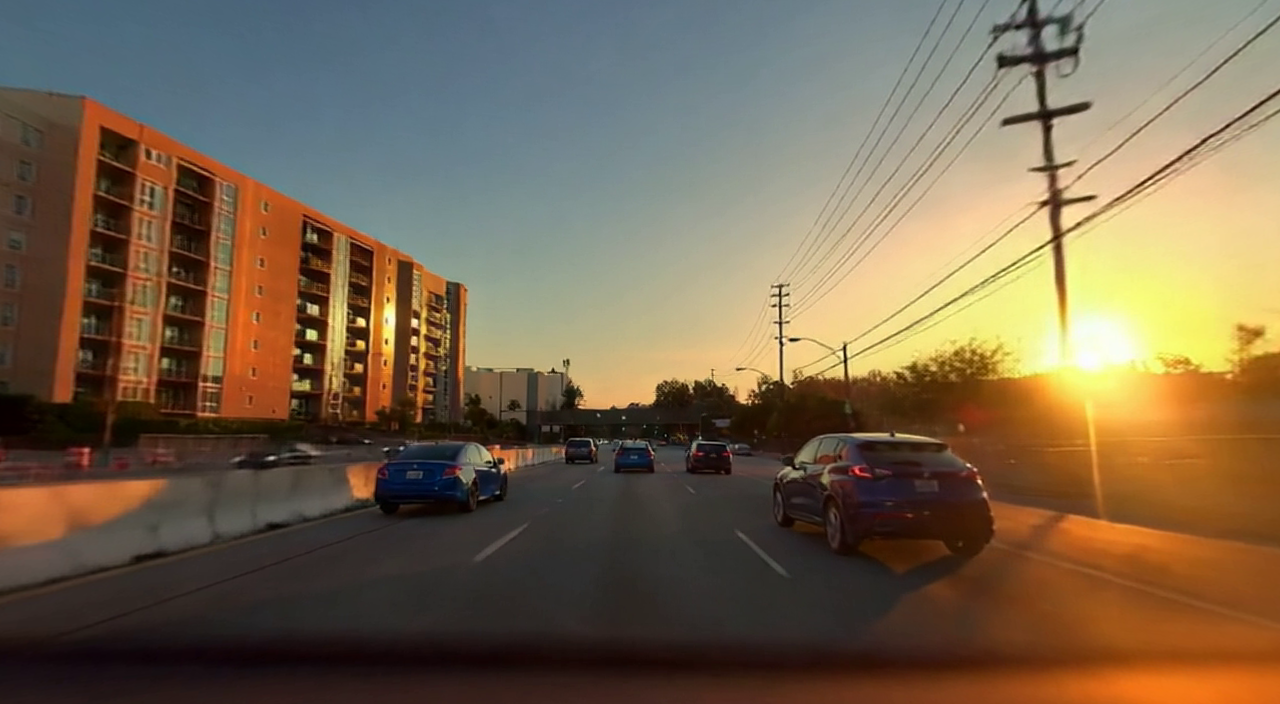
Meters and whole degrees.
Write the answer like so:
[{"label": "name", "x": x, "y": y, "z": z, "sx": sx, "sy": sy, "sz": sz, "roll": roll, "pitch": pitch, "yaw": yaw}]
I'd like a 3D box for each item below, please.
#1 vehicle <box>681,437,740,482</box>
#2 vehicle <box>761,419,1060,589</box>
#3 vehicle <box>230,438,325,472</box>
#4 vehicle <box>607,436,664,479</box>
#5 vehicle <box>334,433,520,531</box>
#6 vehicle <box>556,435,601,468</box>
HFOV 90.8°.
[{"label": "vehicle", "x": 3.004, "y": 4.655, "z": 27.729, "sx": 2.029, "sy": 1.797, "sz": 4.218, "roll": 0, "pitch": -8, "yaw": -1}, {"label": "vehicle", "x": 2.971, "y": 1.740, "z": 8.090, "sx": 1.975, "sy": 1.598, "sz": 4.025, "roll": 0, "pitch": -8, "yaw": -1}, {"label": "vehicle", "x": -18.412, "y": 5.243, "z": 32.395, "sx": 1.971, "sy": 1.609, "sz": 4.763, "roll": 0, "pitch": -8, "yaw": 1}, {"label": "vehicle", "x": -0.177, "y": 4.610, "z": 27.798, "sx": 2.291, "sy": 1.714, "sz": 4.217, "roll": 0, "pitch": -8, "yaw": 0}, {"label": "vehicle", "x": -3.632, "y": 2.286, "z": 11.742, "sx": 1.968, "sy": 1.473, "sz": 4.209, "roll": 0, "pitch": -8, "yaw": 0}, {"label": "vehicle", "x": -3.675, "y": 6.050, "z": 38.621, "sx": 2.190, "sy": 1.832, "sz": 4.417, "roll": 0, "pitch": -8, "yaw": 1}]
